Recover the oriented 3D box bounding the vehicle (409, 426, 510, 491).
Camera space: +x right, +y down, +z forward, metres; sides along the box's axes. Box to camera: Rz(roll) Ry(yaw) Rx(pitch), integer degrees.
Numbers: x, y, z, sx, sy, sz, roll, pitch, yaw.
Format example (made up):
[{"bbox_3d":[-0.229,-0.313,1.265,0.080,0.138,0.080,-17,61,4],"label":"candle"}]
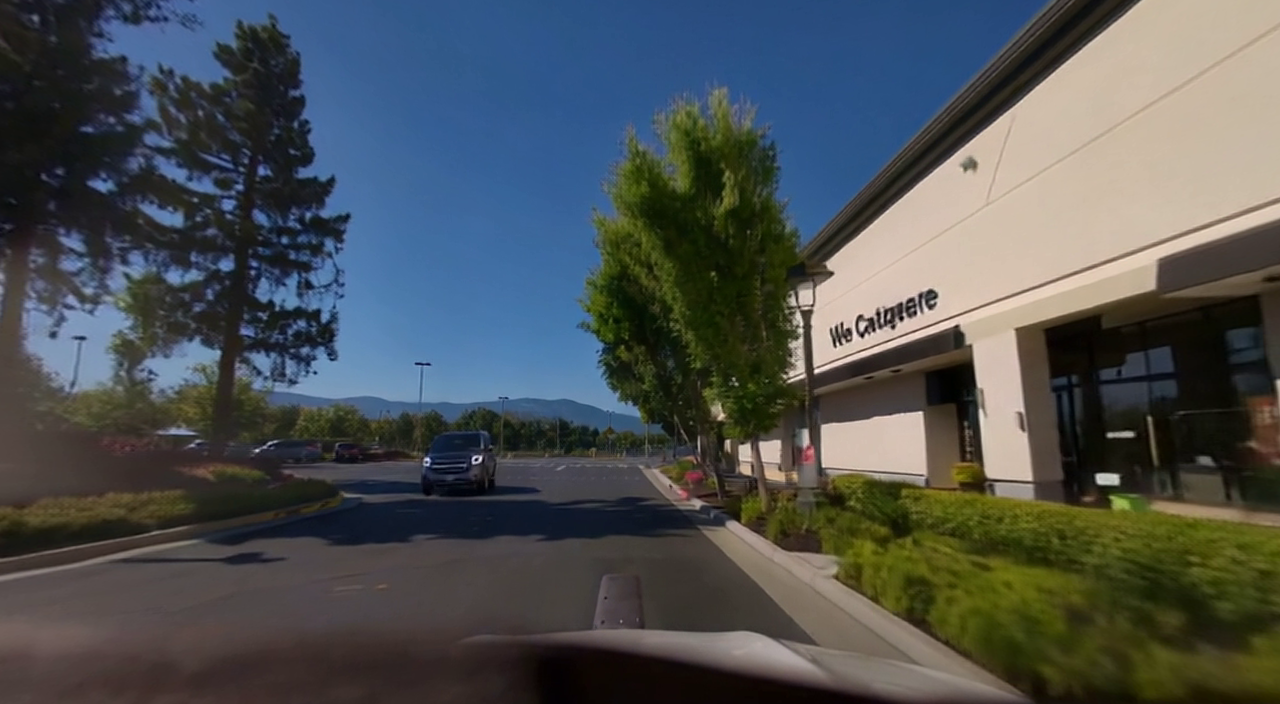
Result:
[{"bbox_3d":[-5.528,3.329,20.047,2.180,1.806,4.541,1,-8,-5],"label":"vehicle"}]
